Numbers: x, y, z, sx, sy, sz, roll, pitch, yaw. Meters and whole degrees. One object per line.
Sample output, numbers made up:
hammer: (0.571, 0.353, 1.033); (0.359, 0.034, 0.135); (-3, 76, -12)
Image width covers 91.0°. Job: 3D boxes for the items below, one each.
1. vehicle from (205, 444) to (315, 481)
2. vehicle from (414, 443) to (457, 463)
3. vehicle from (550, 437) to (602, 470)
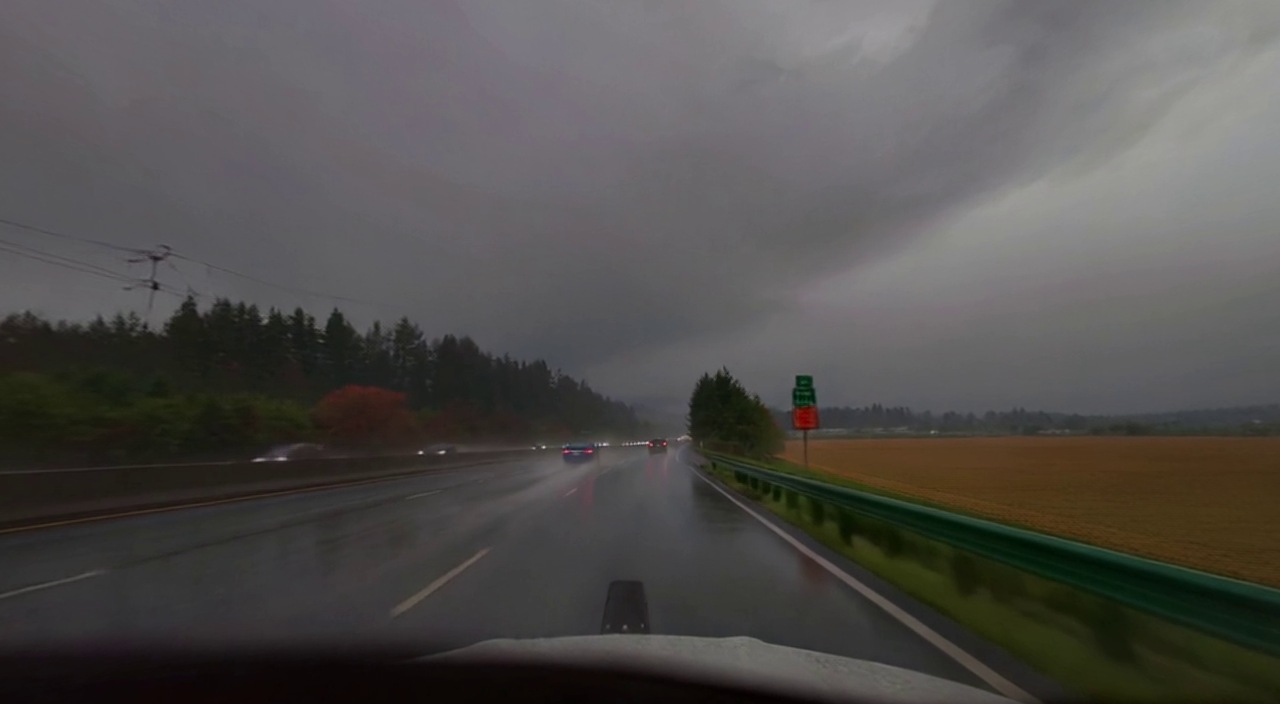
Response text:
vehicle: (-16.258, 4.709, 27.267); (1.887, 1.449, 4.447); (0, -8, 2)
vehicle: (-15.613, 7.698, 48.210); (1.986, 1.424, 3.739); (0, -8, 2)
vehicle: (-3.156, 5.099, 31.761); (2.021, 1.515, 4.453); (0, -8, 2)
